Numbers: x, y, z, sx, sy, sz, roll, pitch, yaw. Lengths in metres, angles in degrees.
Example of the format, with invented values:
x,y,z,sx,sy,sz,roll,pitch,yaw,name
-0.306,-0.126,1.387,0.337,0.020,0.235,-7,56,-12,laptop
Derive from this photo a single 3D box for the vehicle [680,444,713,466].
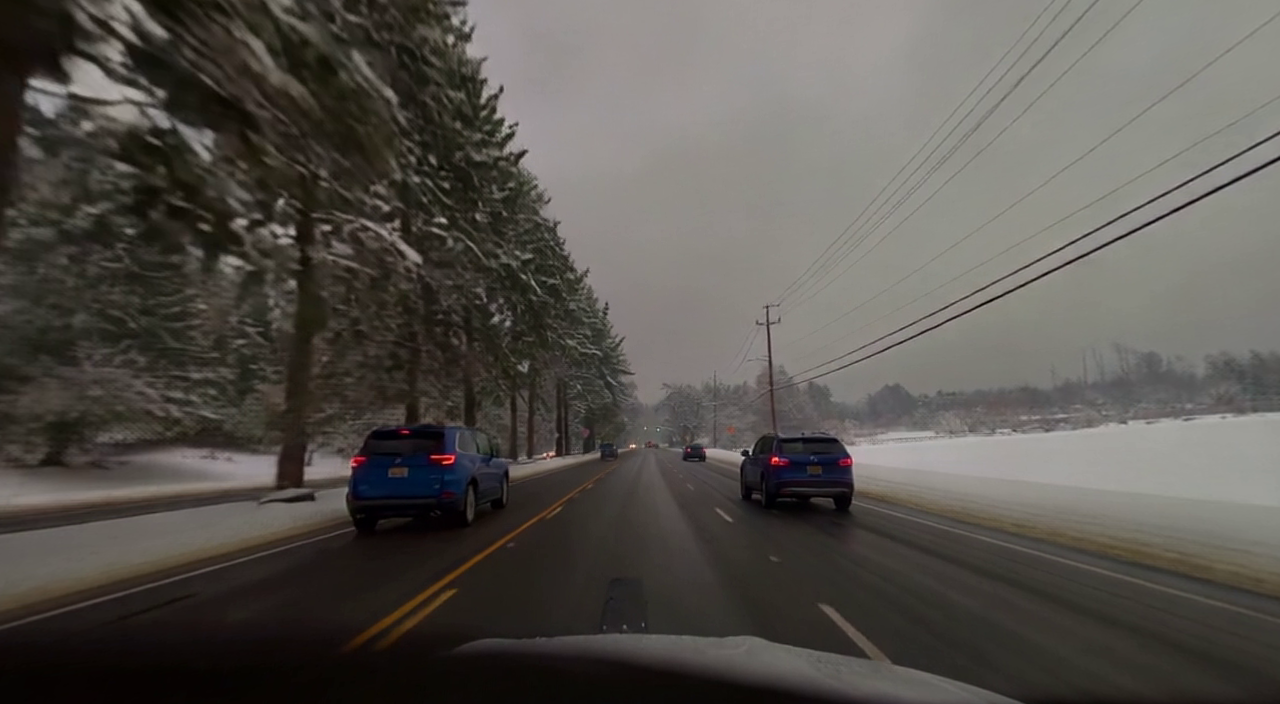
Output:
x,y,z,sx,sy,sz,roll,pitch,yaw,name
3.890,7.193,44.159,1.906,1.468,4.422,0,-8,0,vehicle

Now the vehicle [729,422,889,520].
x,y,z,sx,sy,sz,roll,pitch,yaw,name
3.360,2.479,13.625,2.182,1.744,4.464,0,-8,0,vehicle

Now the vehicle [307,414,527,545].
x,y,z,sx,sy,sz,roll,pitch,yaw,name
-3.481,2.082,10.979,2.104,1.785,4.494,0,-8,1,vehicle
